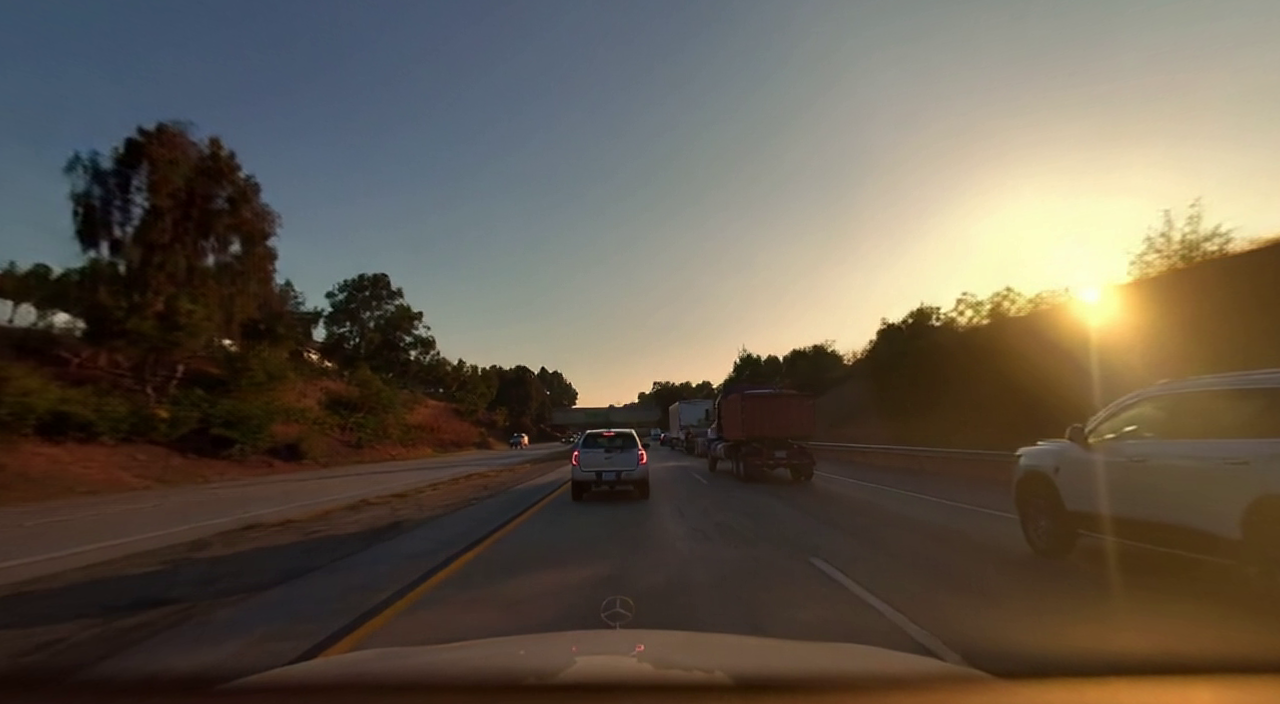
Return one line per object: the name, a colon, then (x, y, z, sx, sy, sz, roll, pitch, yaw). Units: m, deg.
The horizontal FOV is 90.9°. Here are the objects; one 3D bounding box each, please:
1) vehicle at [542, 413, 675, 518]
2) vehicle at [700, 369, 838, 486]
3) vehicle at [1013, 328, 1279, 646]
vehicle: (-0.524, 2.049, 12.015, 2.082, 1.638, 4.055, 0, -8, -1)
vehicle: (3.765, 2.510, 20.699, 2.723, 3.027, 8.478, 0, -7, 0)
vehicle: (4.879, 0.908, 4.518, 2.011, 1.905, 3.905, 0, -8, 1)
